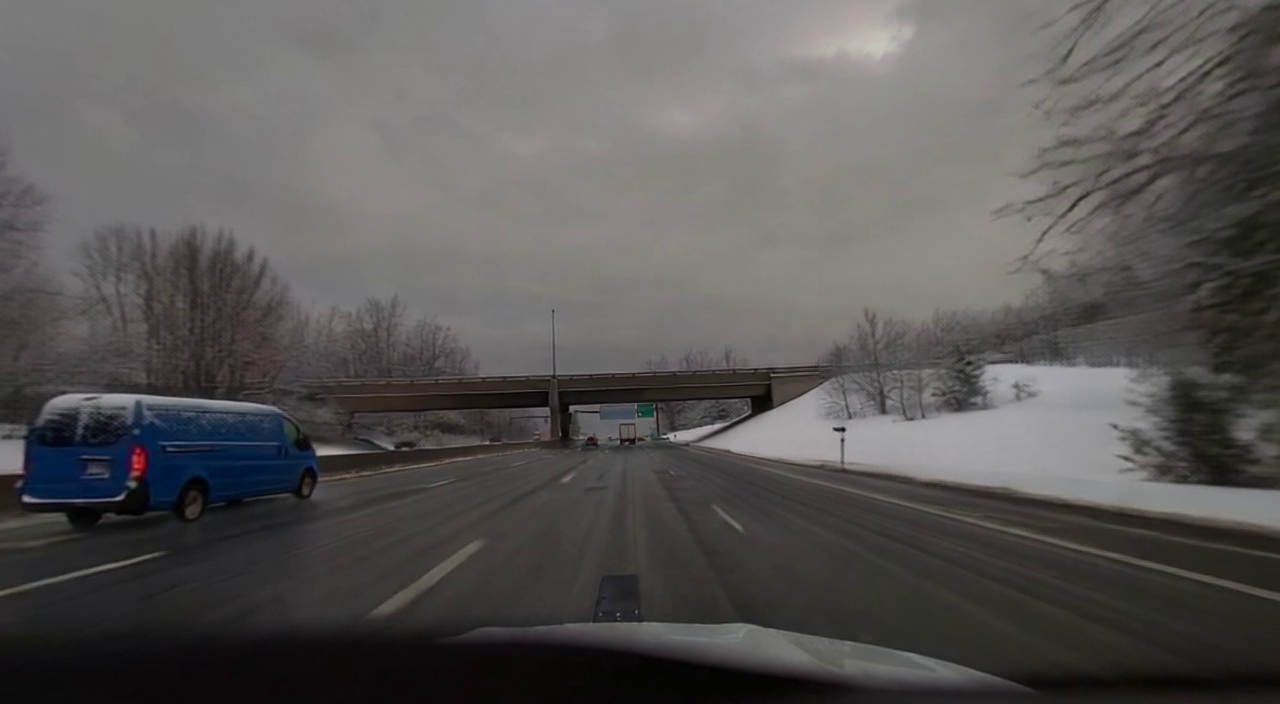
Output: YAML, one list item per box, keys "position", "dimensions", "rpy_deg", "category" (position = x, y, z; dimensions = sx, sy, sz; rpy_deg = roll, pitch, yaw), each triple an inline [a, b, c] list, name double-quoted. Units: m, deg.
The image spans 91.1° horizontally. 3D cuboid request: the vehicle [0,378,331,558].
- position: [-7.163, 1.640, 9.707]
  dimensions: [2.150, 1.996, 5.341]
  rpy_deg: [0, -8, -2]
  category: "vehicle"
